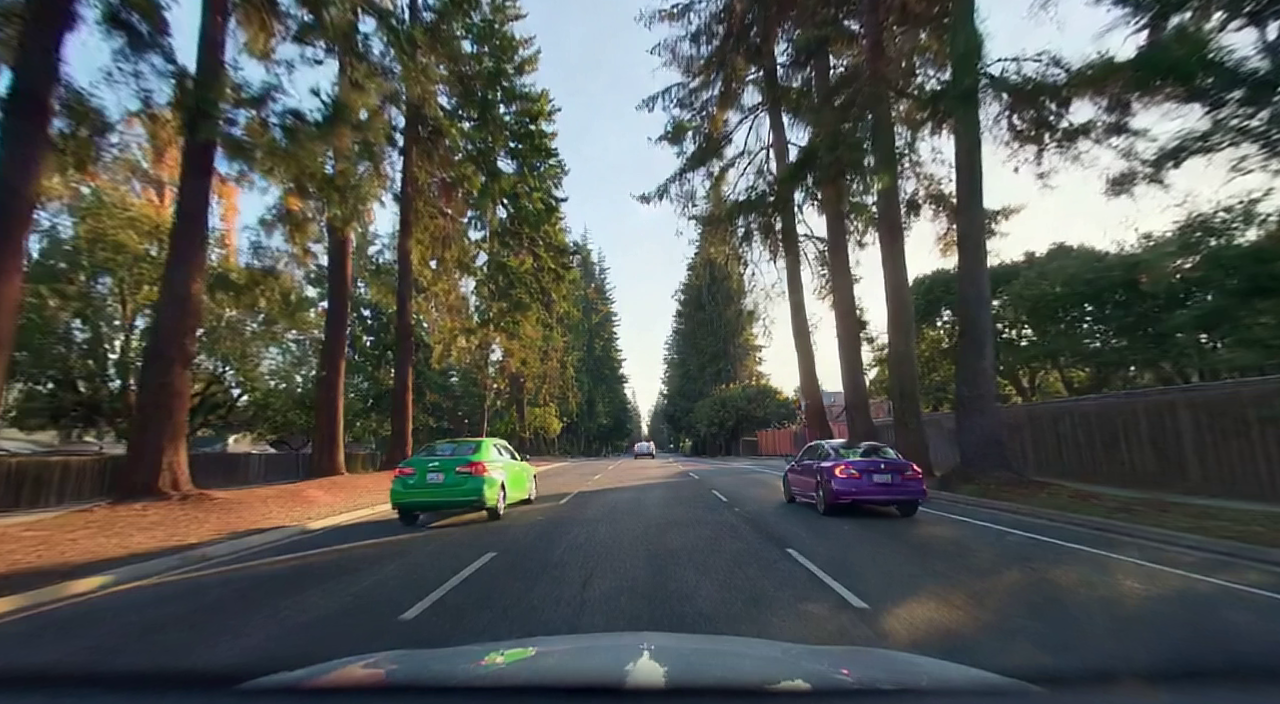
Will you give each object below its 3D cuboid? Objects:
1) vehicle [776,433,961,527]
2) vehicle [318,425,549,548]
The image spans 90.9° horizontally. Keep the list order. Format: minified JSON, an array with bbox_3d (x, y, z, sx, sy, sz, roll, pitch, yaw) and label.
[{"bbox_3d":[4.167,2.366,12.439,1.943,1.471,4.515,-1,-8,0],"label":"vehicle"},{"bbox_3d":[-2.978,2.043,10.445,2.206,1.525,4.695,-1,-8,1],"label":"vehicle"}]
